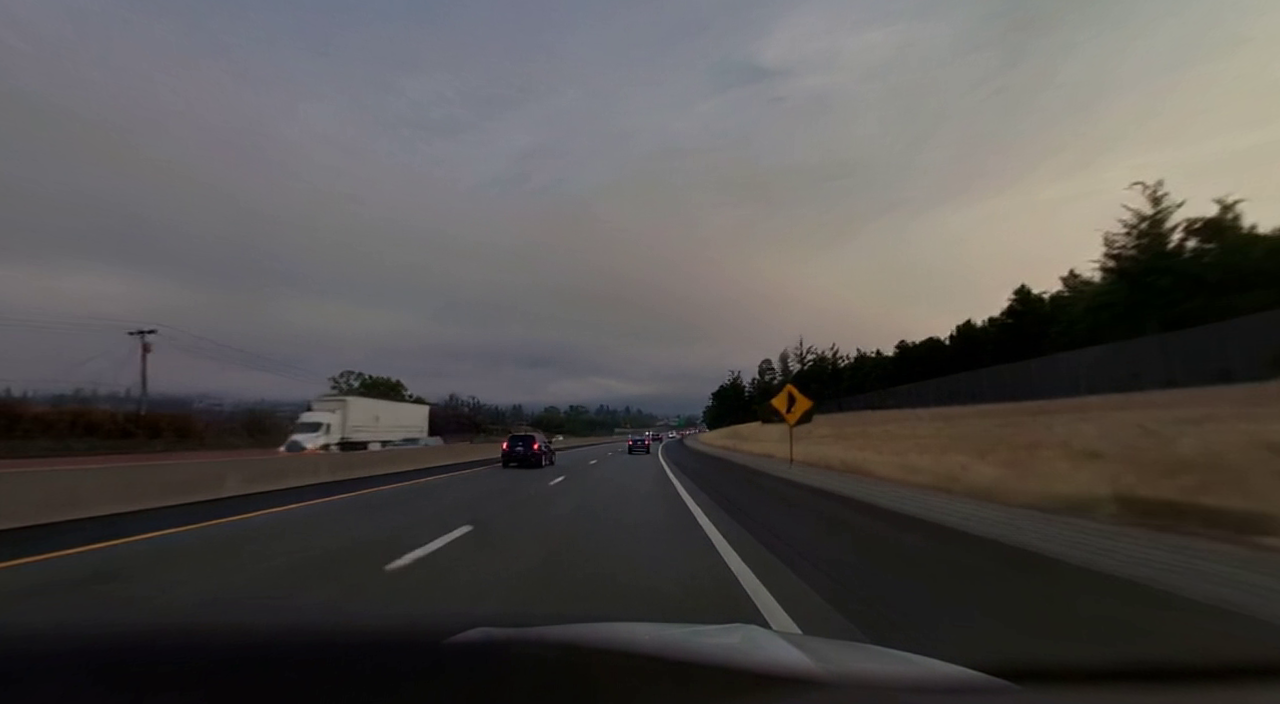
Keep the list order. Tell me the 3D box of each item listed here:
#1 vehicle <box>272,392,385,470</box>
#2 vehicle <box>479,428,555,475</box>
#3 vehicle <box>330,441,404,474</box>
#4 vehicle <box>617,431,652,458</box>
[{"bbox_3d":[-17.399,4.509,35.685,3.120,3.985,5.992,-1,-8,1],"label":"vehicle"},{"bbox_3d":[-4.741,3.908,24.886,2.075,1.653,4.317,-1,-8,1],"label":"vehicle"},{"bbox_3d":[-13.107,5.065,30.491,1.838,1.423,3.884,-1,-8,1],"label":"vehicle"},{"bbox_3d":[-0.338,5.993,40.767,2.146,1.636,4.026,0,-8,-1],"label":"vehicle"}]
